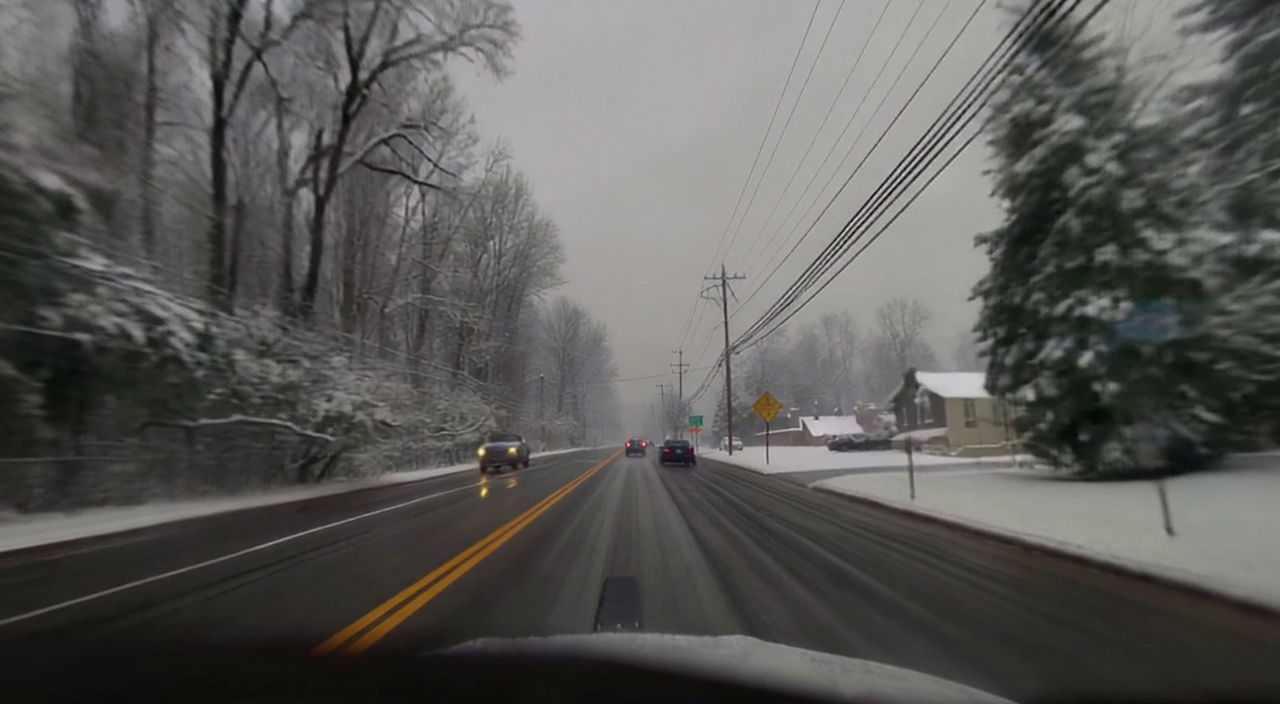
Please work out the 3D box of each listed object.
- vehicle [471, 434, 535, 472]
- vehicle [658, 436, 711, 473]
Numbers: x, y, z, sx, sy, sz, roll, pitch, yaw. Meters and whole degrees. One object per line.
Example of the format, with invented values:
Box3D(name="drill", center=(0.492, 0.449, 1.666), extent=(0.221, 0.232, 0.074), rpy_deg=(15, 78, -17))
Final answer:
Box3D(name="vehicle", center=(-7.133, 5.342, 33.412), extent=(2.352, 1.857, 4.690), rpy_deg=(0, -8, 0))
Box3D(name="vehicle", center=(1.892, 4.517, 27.890), extent=(1.975, 1.497, 3.647), rpy_deg=(0, -8, -2))
